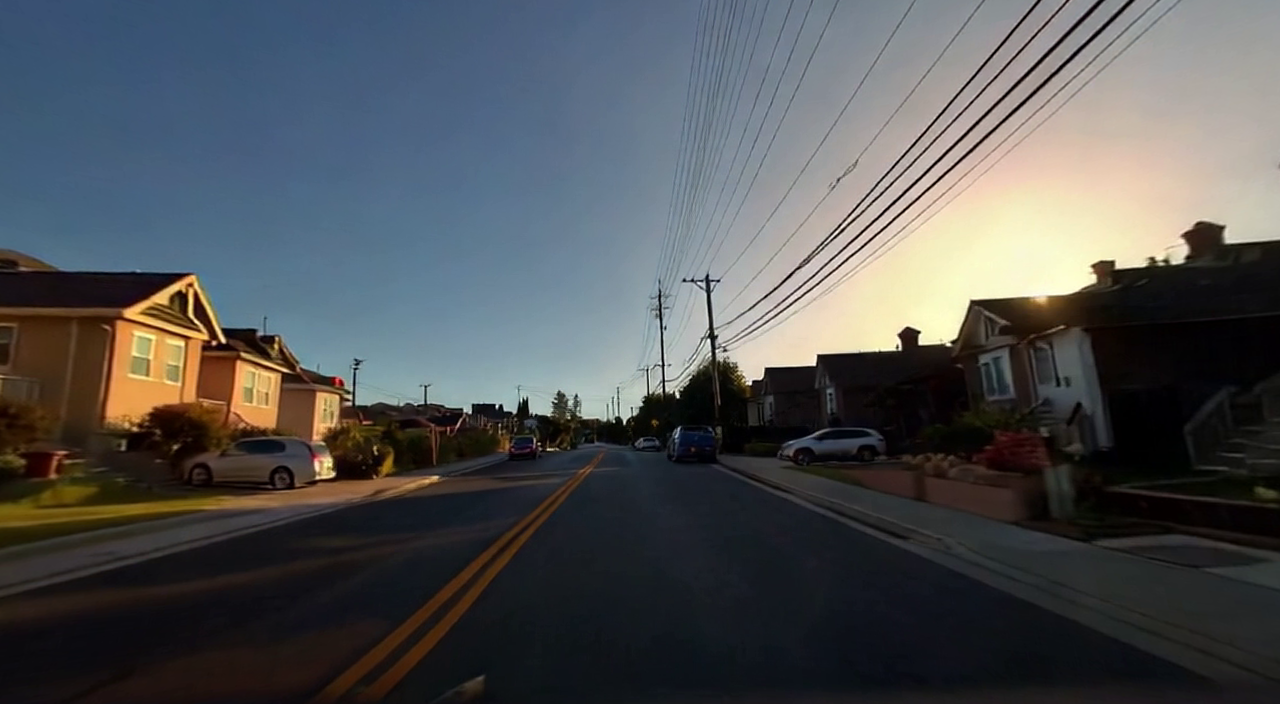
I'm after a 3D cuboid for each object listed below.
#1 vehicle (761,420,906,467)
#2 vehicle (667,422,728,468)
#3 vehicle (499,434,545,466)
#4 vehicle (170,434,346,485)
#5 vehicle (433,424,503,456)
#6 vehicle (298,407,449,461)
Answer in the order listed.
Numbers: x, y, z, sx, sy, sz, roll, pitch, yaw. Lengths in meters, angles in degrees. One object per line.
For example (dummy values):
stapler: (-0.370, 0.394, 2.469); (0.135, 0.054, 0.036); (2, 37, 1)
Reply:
vehicle: (7.213, 3.498, 23.902); (4.893, 1.642, 1.874); (1, -10, 1)
vehicle: (2.536, 4.333, 29.429); (2.277, 1.917, 5.495); (0, -8, -1)
vehicle: (-7.264, 6.002, 39.020); (1.994, 1.588, 4.148); (-5, -6, -1)
vehicle: (-12.280, 3.436, 20.461); (4.484, 1.538, 1.901); (0, -7, 2)
vehicle: (-12.802, 6.632, 47.097); (4.662, 2.140, 2.117); (3, -9, -5)
vehicle: (-14.661, 4.561, 34.865); (7.267, 2.775, 2.786); (-2, -9, 12)
